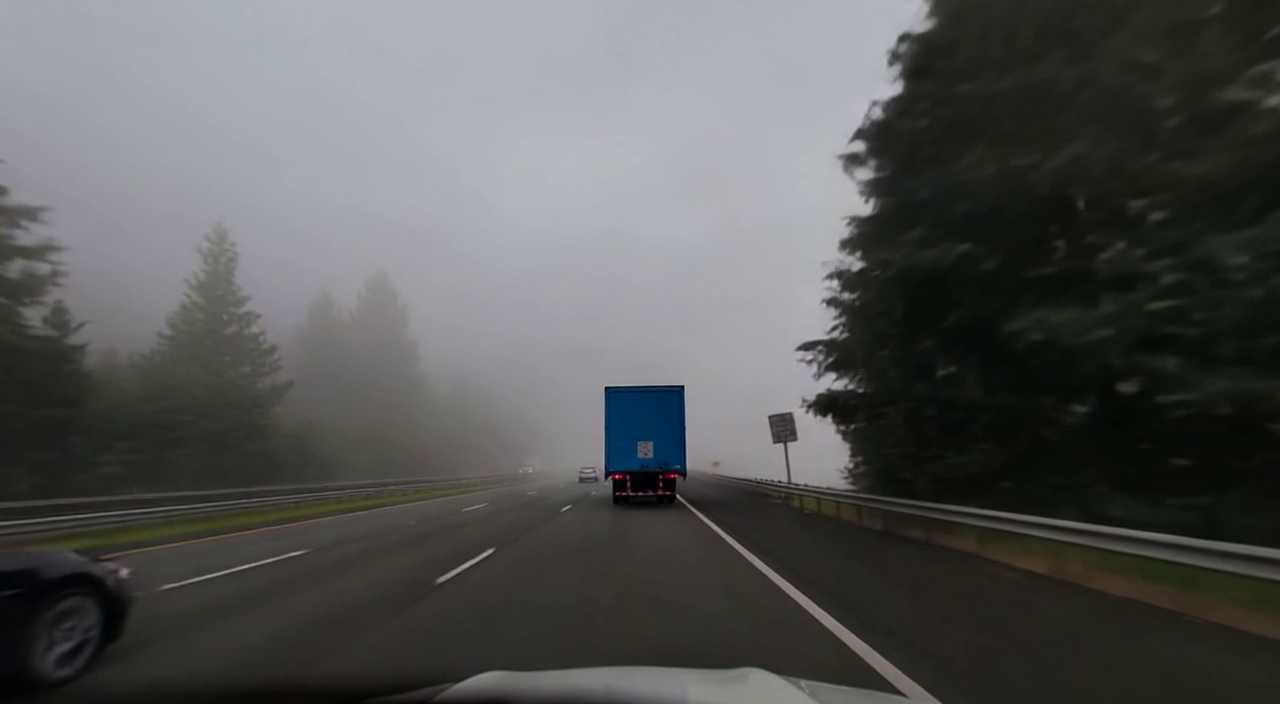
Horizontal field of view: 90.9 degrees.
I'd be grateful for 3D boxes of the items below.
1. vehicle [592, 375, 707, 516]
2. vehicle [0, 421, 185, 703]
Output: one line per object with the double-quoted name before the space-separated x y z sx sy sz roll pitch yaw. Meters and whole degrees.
"vehicle" 0.127 3.300 21.367 3.008 3.678 9.512 1 -10 -2
"vehicle" -4.177 0.861 1.828 2.079 1.506 4.821 1 -10 0
